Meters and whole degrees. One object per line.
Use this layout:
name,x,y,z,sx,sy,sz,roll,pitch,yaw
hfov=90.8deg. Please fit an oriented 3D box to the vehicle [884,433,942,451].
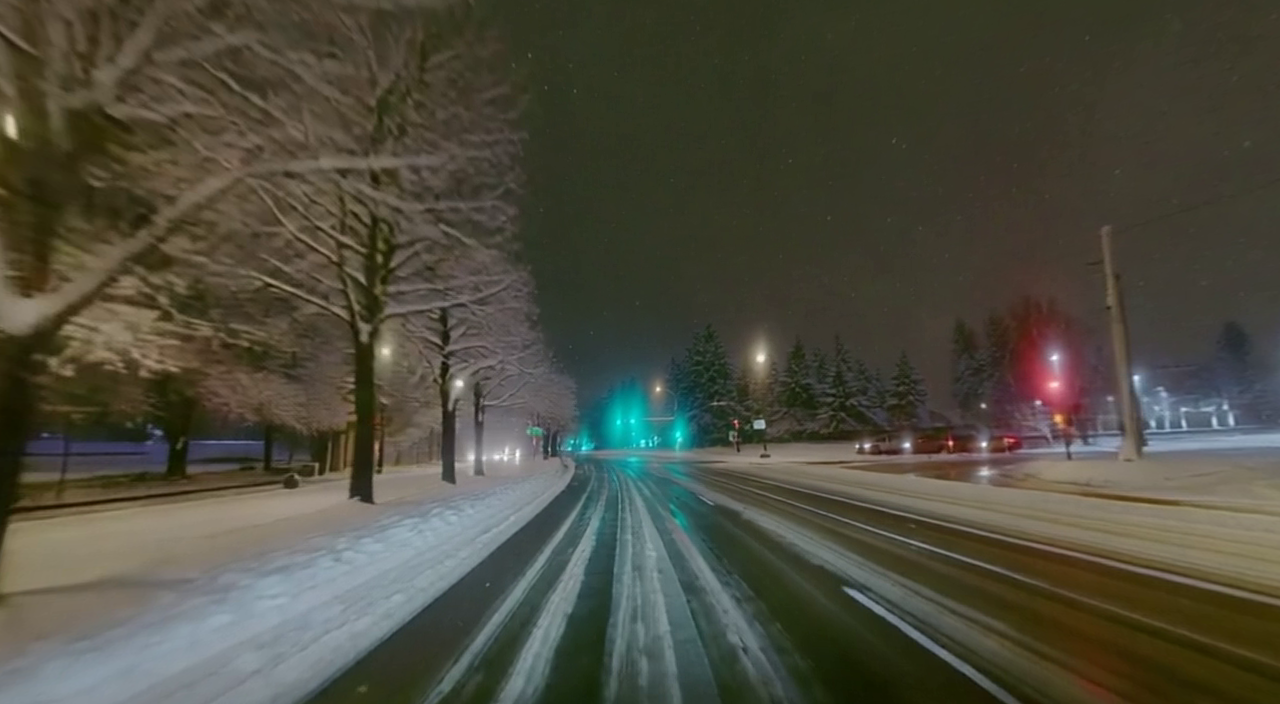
vehicle,21.475,7.112,49.741,3.753,1.409,1.648,1,-9,-5
